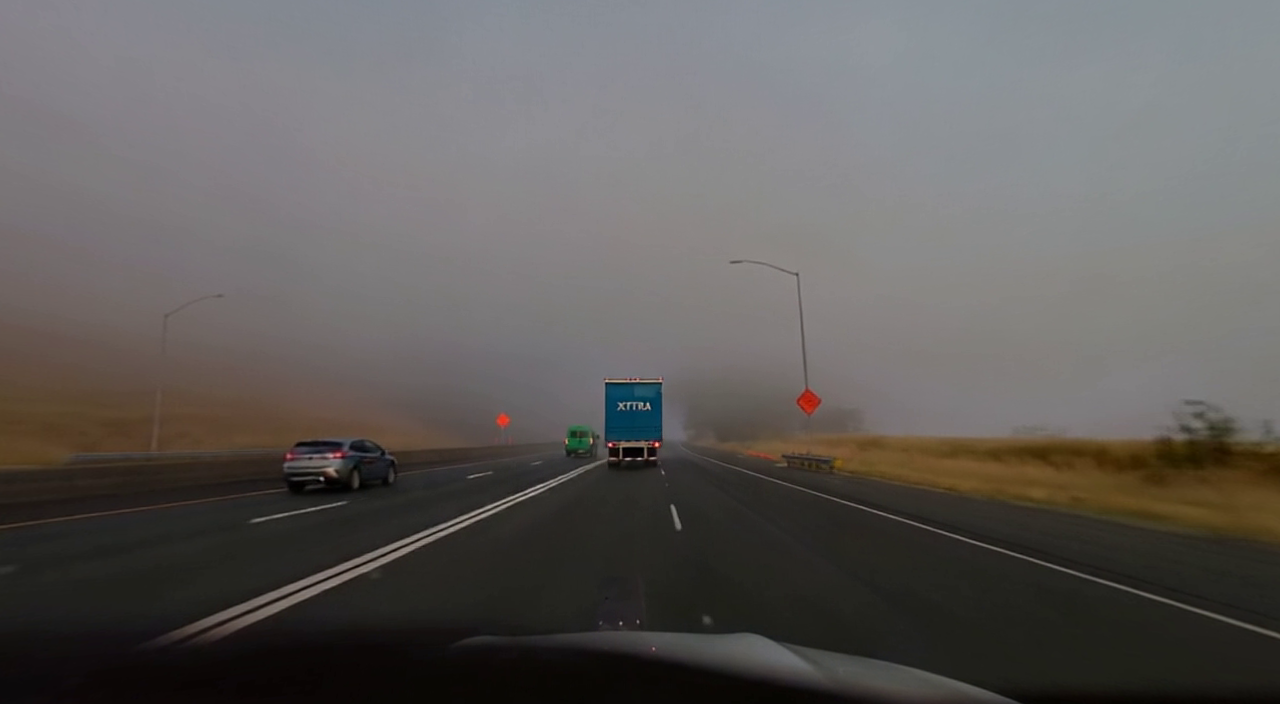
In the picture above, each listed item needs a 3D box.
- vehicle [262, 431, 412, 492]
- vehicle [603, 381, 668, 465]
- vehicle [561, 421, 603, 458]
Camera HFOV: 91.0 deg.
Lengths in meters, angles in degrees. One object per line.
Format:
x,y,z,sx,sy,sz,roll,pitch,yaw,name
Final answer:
-8.489,3.095,18.214,1.915,1.506,4.594,0,-8,2,vehicle
-0.228,4.314,35.641,3.183,4.011,9.617,-1,-11,0,vehicle
-4.323,6.763,48.303,2.469,2.615,5.874,0,-8,2,vehicle
